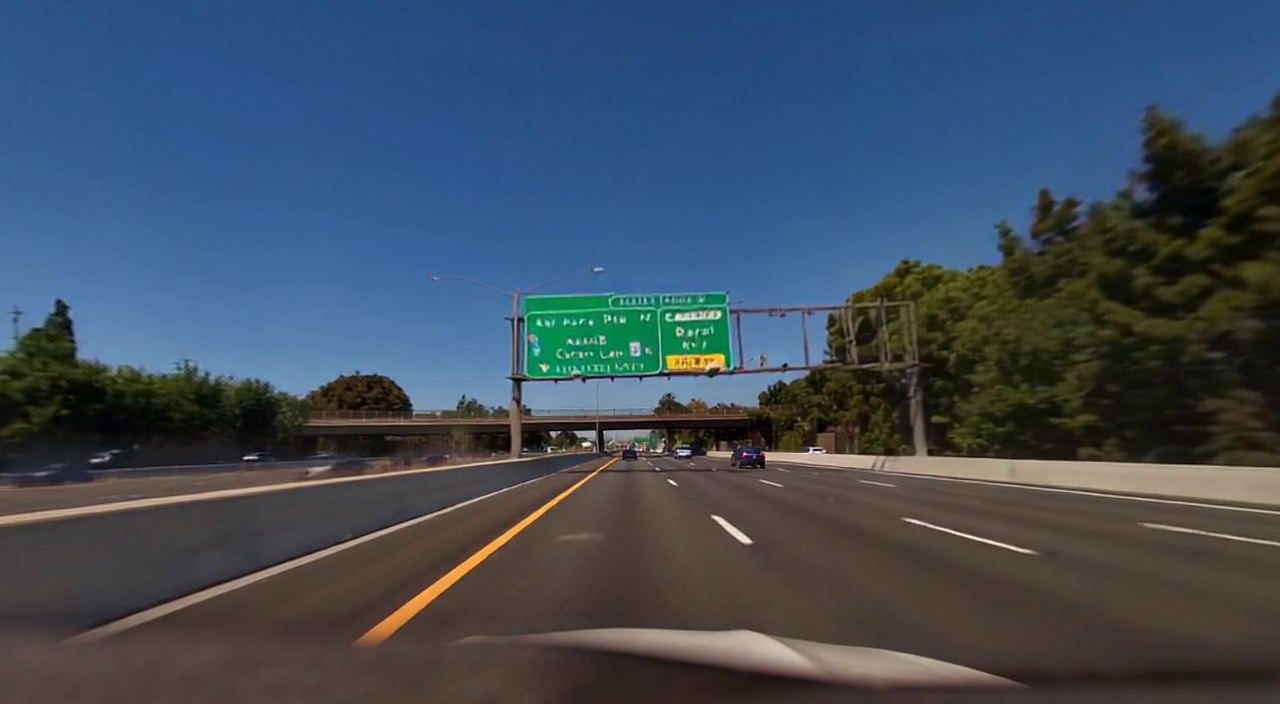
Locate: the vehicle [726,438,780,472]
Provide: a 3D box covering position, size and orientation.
[{"bbox_3d":[6.092,5.600,34.486,2.030,1.706,4.279,0,-8,-2],"label":"vehicle"}]

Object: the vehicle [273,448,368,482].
[{"bbox_3d":[-15.778,5.590,31.562,2.129,1.515,5.071,0,-8,-1],"label":"vehicle"}]

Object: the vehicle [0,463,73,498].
[{"bbox_3d":[-31.214,6.327,31.273,1.849,1.529,4.869,0,-8,-2],"label":"vehicle"}]
